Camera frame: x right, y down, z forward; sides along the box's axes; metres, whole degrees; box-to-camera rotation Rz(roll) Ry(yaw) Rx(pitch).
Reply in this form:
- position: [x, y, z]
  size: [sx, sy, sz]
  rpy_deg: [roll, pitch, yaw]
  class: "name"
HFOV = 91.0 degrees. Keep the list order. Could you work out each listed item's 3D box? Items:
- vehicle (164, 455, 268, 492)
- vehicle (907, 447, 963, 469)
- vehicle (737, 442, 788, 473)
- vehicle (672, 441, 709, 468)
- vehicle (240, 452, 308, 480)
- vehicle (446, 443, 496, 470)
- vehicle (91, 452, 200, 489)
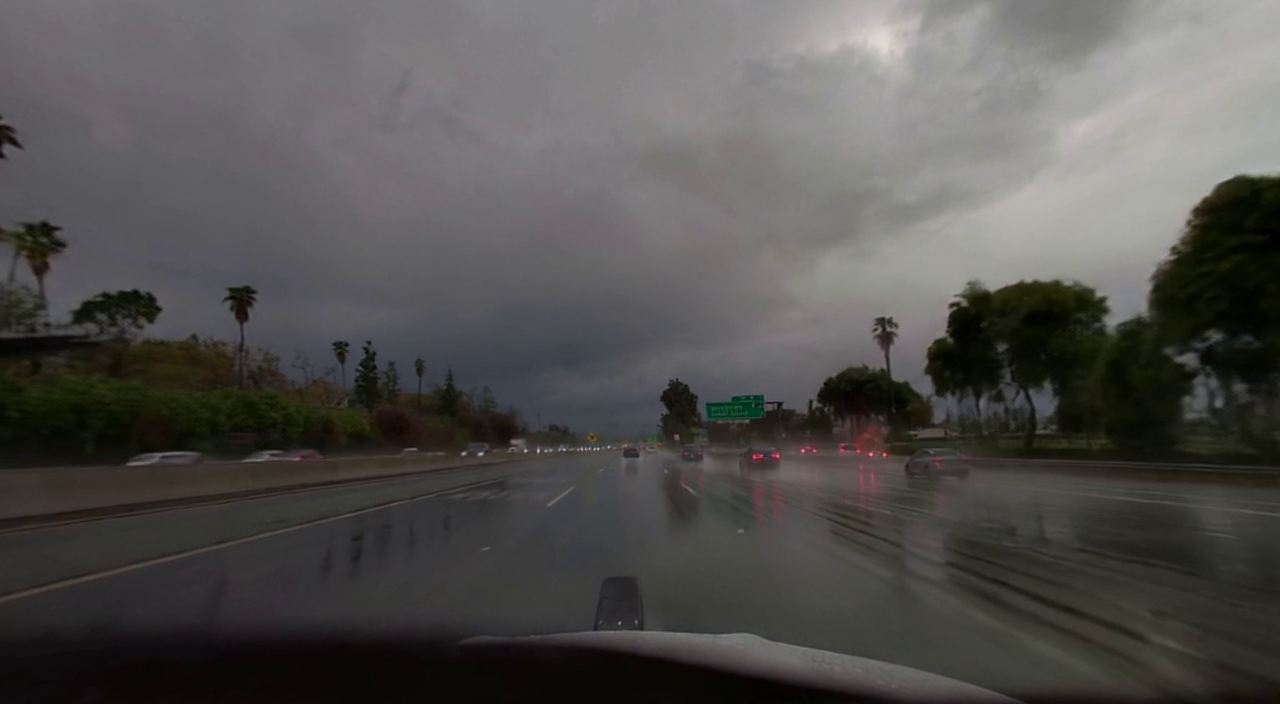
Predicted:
- position: [-19.857, 5.669, 29.741]
  size: [1.715, 1.478, 4.670]
  rpy_deg: [0, -8, -1]
  class: "vehicle"
- position: [20.323, 7.294, 43.577]
  size: [1.774, 1.457, 4.653]
  rpy_deg: [0, -8, 2]
  class: "vehicle"
- position: [6.777, 5.872, 35.318]
  size: [1.902, 1.623, 4.360]
  rpy_deg: [0, -8, -1]
  class: "vehicle"
- position: [3.333, 6.833, 42.052]
  size: [2.035, 1.704, 3.867]
  rpy_deg: [0, -8, -1]
  class: "vehicle"
- position: [-24.137, 7.505, 41.738]
  size: [1.914, 1.698, 4.353]
  rpy_deg: [0, -8, -1]
  class: "vehicle"
- position: [-12.828, 7.946, 48.164]
  size: [2.256, 1.886, 5.220]
  rpy_deg: [0, -8, 1]
  class: "vehicle"
- position: [-28.180, 6.751, 36.139]
  size: [2.257, 1.886, 4.899]
  rpy_deg: [0, -8, 0]
  class: "vehicle"
